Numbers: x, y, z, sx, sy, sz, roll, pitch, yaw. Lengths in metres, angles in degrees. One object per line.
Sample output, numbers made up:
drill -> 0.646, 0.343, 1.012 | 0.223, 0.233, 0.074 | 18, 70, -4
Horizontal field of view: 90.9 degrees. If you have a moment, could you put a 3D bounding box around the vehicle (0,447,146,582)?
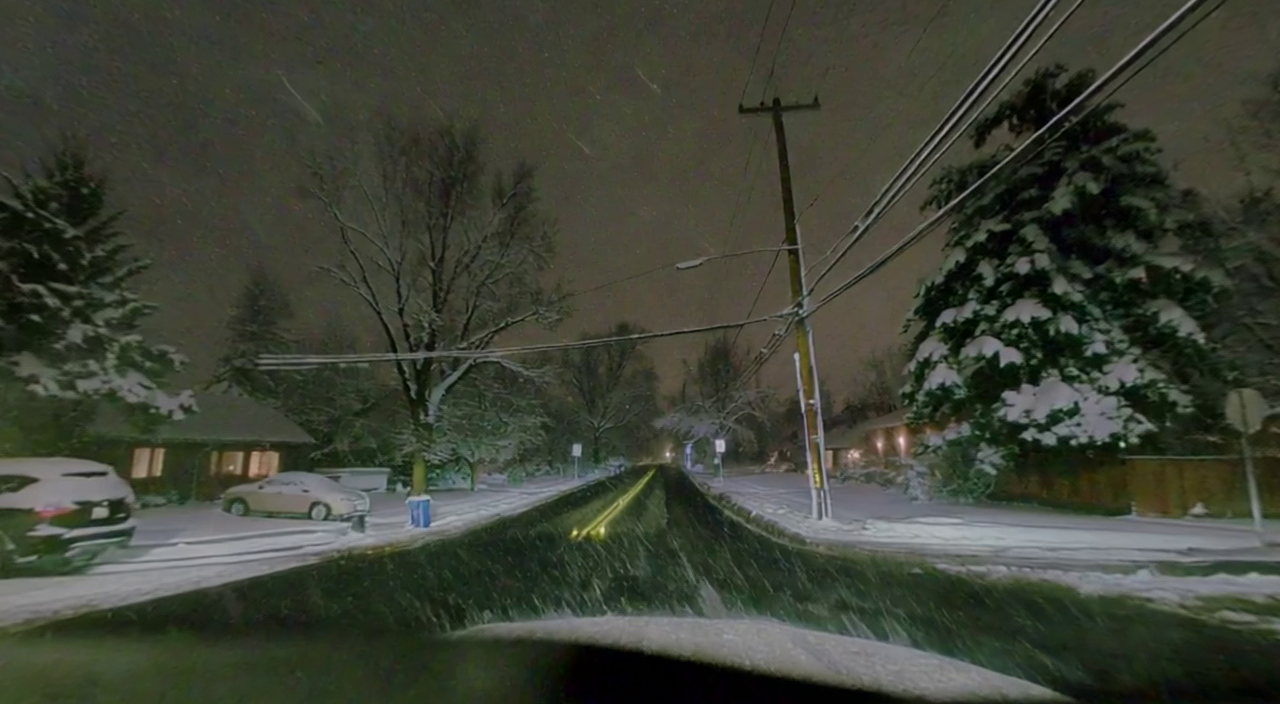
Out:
vehicle -> -11.380, 2.567, 10.511 | 4.463, 1.948, 2.114 | 0, -8, 2

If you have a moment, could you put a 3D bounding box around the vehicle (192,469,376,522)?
vehicle -> -11.114, 4.496, 19.905 | 4.659, 1.464, 1.930 | 0, -9, 3
